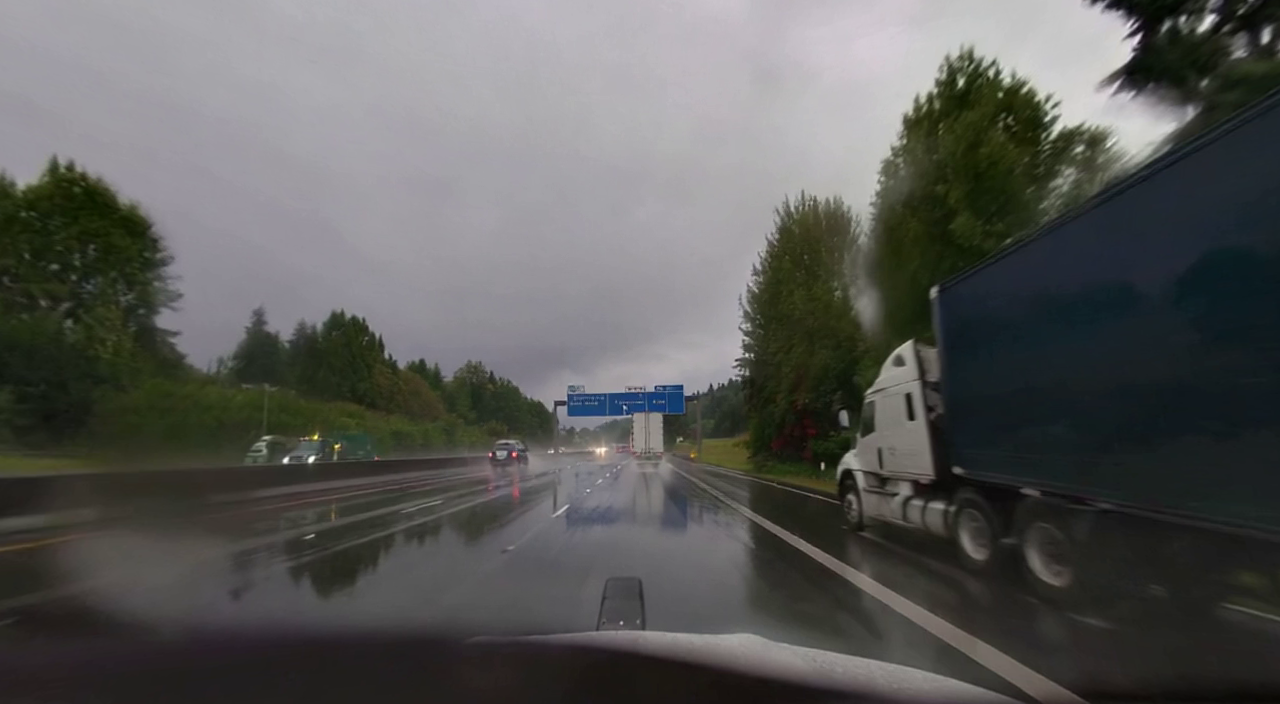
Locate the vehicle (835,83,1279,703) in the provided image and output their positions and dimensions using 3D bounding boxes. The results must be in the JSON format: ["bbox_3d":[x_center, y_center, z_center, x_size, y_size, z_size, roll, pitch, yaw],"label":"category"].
[{"bbox_3d":[3.902,0.633,4.781,2.442,2.717,7.729,-1,-10,1],"label":"vehicle"}]

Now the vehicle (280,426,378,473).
[{"bbox_3d":[-24.045,7.676,49.464,2.944,3.338,9.147,0,-9,0],"label":"vehicle"}]

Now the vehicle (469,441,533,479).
[{"bbox_3d":[-6.813,5.351,31.460,2.119,1.754,4.404,0,-9,1],"label":"vehicle"}]

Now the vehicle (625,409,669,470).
[{"bbox_3d":[0.464,6.939,48.971,2.901,4.032,14.338,0,-9,0],"label":"vehicle"}]
